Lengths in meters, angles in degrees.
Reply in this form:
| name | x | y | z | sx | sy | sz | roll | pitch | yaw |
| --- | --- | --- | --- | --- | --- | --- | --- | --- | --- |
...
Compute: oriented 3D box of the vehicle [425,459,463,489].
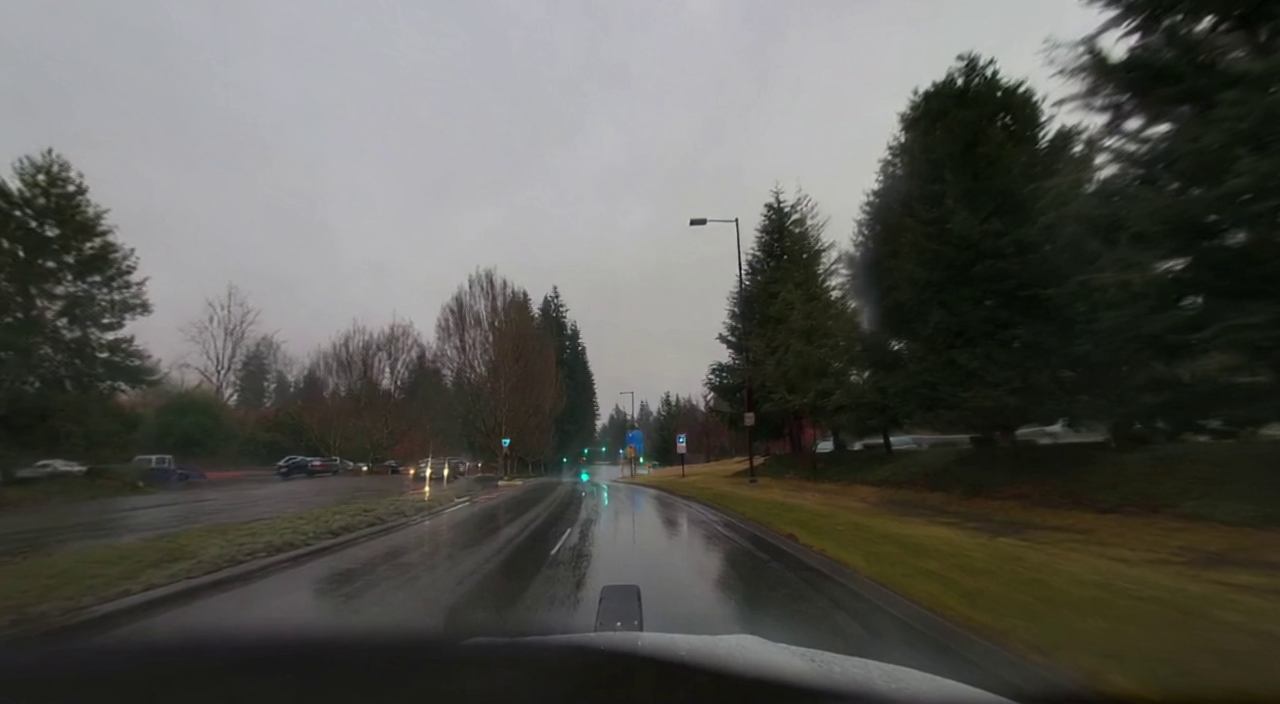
| name | x | y | z | sx | sy | sz | roll | pitch | yaw |
| --- | --- | --- | --- | --- | --- | --- | --- | --- | --- |
| vehicle | -13.188 | 8.128 | 42.184 | 1.861 | 1.736 | 4.241 | 2 | -9 | -25 |
